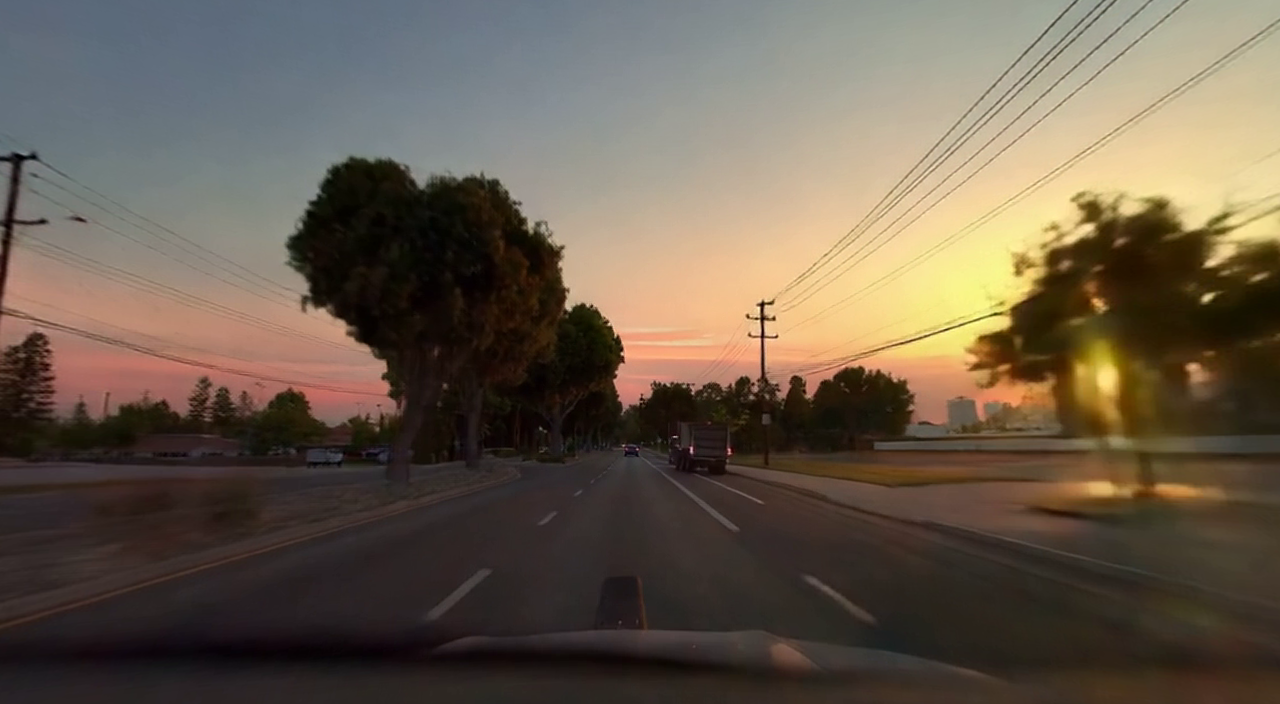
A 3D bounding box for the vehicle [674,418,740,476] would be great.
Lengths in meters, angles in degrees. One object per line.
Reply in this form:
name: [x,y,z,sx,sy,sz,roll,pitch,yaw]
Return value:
vehicle: [3.514,5.272,34.943,2.706,2.880,7.117,0,-8,-2]
